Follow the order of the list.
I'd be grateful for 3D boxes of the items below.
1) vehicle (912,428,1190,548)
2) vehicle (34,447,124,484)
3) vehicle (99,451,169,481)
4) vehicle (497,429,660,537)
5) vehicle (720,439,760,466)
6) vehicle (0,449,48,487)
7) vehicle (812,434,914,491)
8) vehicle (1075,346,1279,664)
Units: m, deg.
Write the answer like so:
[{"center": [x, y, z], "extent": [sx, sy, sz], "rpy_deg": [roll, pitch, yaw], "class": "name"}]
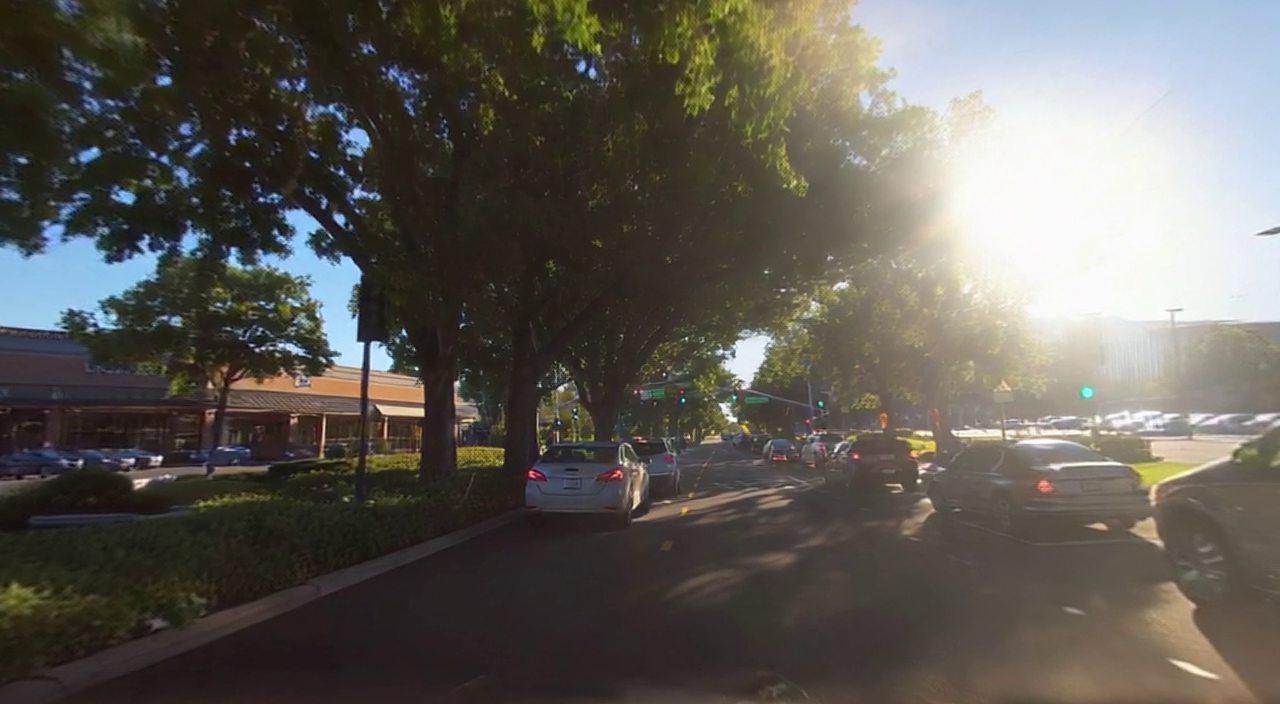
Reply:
[{"center": [6.124, 2.033, 10.215], "extent": [1.857, 1.483, 4.430], "rpy_deg": [-1, -8, 6], "class": "vehicle"}, {"center": [-26.535, 5.299, 29.877], "extent": [4.127, 1.583, 1.978], "rpy_deg": [-5, -10, 32], "class": "vehicle"}, {"center": [-25.956, 5.794, 32.374], "extent": [3.527, 1.390, 1.681], "rpy_deg": [-5, -10, 33], "class": "vehicle"}, {"center": [-0.817, 2.169, 11.139], "extent": [1.968, 1.497, 4.286], "rpy_deg": [-1, -8, 7], "class": "vehicle"}, {"center": [5.809, 5.906, 37.313], "extent": [2.095, 1.473, 4.301], "rpy_deg": [-1, -8, 6], "class": "vehicle"}, {"center": [-27.081, 4.925, 27.027], "extent": [3.865, 1.499, 1.804], "rpy_deg": [-7, -11, 38], "class": "vehicle"}, {"center": [6.605, 3.302, 19.235], "extent": [1.910, 1.493, 4.490], "rpy_deg": [-1, -8, 6], "class": "vehicle"}, {"center": [4.946, 0.789, 2.881], "extent": [2.324, 1.907, 5.634], "rpy_deg": [-1, -8, 6], "class": "vehicle"}]
